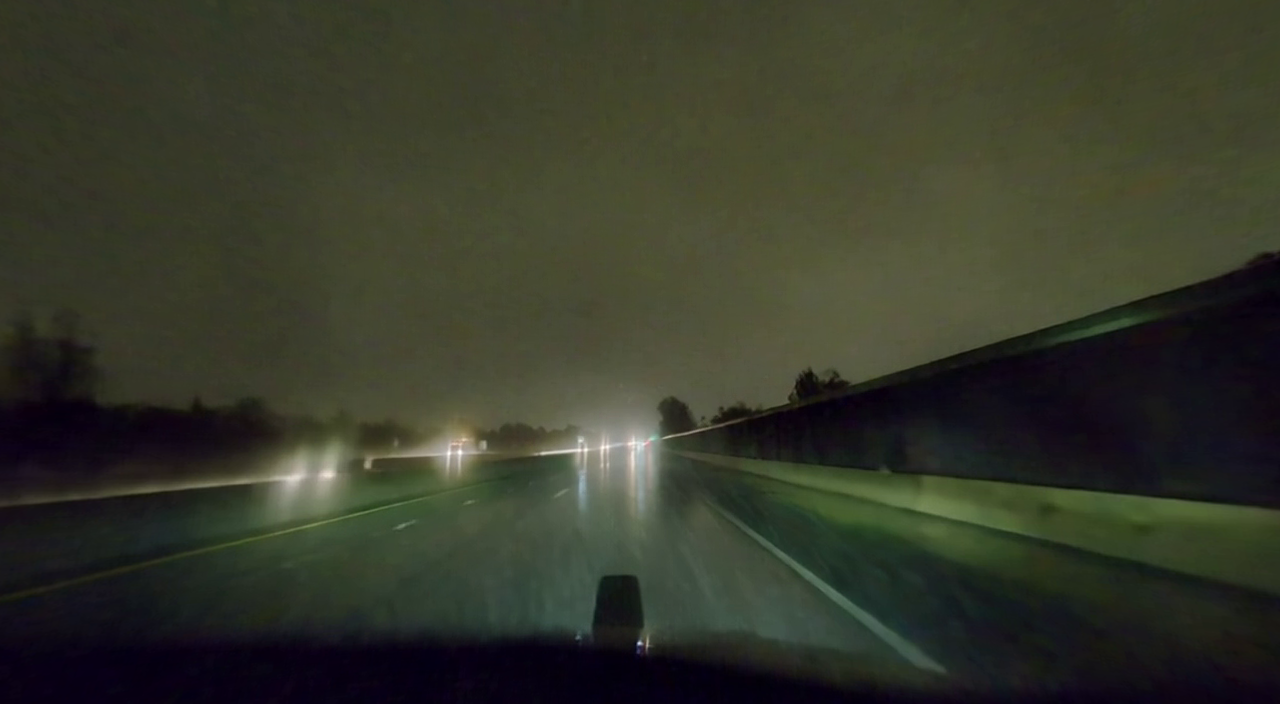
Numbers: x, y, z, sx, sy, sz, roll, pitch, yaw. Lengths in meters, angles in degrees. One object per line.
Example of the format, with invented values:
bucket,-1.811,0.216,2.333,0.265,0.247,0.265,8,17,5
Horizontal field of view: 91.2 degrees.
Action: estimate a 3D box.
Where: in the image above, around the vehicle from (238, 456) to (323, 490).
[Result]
vehicle,-17.380,5.844,30.520,1.779,1.498,3.922,0,-9,0
